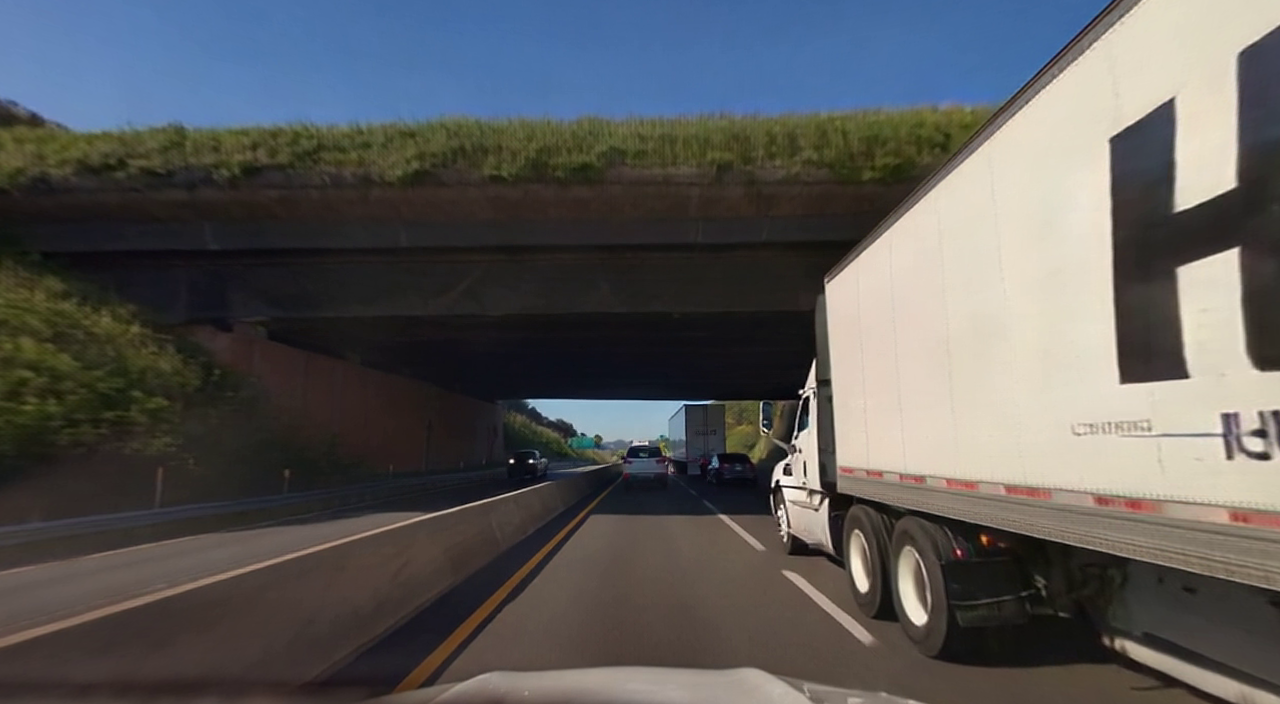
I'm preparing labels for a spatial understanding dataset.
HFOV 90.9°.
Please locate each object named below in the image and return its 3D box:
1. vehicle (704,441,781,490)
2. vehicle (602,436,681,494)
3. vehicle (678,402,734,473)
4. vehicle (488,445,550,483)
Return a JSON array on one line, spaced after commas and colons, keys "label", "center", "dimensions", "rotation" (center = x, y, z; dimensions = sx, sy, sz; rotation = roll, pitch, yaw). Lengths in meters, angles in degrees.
[{"label": "vehicle", "center": [3.409, 3.856, 21.674], "dimensions": [1.972, 1.505, 3.946], "rotation": [-1, -9, 0]}, {"label": "vehicle", "center": [0.082, 3.585, 20.243], "dimensions": [2.256, 1.615, 4.114], "rotation": [-1, -9, 1]}, {"label": "vehicle", "center": [3.912, 5.330, 38.921], "dimensions": [2.948, 3.974, 6.480], "rotation": [-1, -9, 2]}, {"label": "vehicle", "center": [-6.171, 5.754, 32.608], "dimensions": [2.233, 1.685, 4.222], "rotation": [-3, -9, 2]}]
